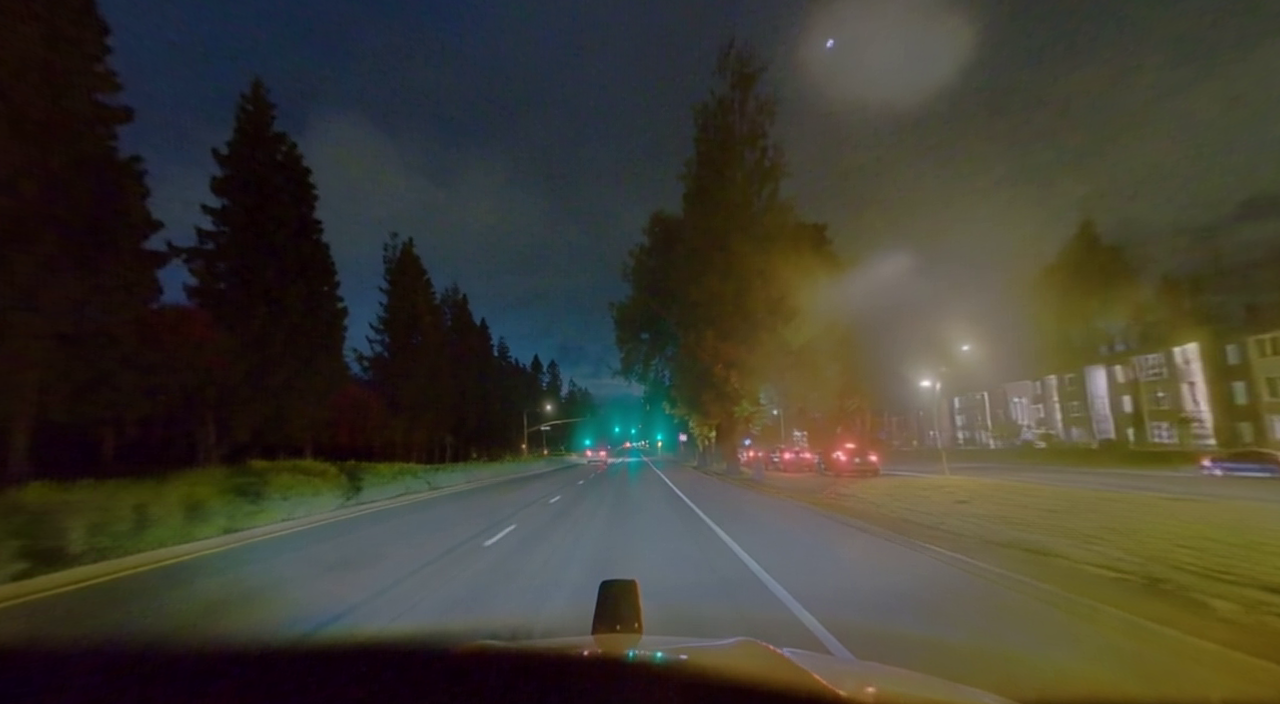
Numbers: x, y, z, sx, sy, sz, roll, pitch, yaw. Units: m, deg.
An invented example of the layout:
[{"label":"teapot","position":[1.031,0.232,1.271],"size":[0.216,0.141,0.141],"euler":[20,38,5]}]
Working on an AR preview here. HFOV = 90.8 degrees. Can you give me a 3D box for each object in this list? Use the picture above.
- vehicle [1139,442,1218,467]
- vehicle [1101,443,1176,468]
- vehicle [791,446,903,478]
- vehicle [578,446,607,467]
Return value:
[{"label":"vehicle","position":[36.339,6.931,42.739],"size":[1.767,1.614,3.791],"euler":[1,-9,-6]},{"label":"vehicle","position":[33.703,6.981,42.857],"size":[1.852,1.604,3.693],"euler":[1,-9,-5]},{"label":"vehicle","position":[9.597,5.109,29.513],"size":[4.466,1.440,2.091],"euler":[1,-9,-5]},{"label":"vehicle","position":[-3.647,8.101,49.261],"size":[2.030,1.550,3.925],"euler":[0,-9,0]}]
